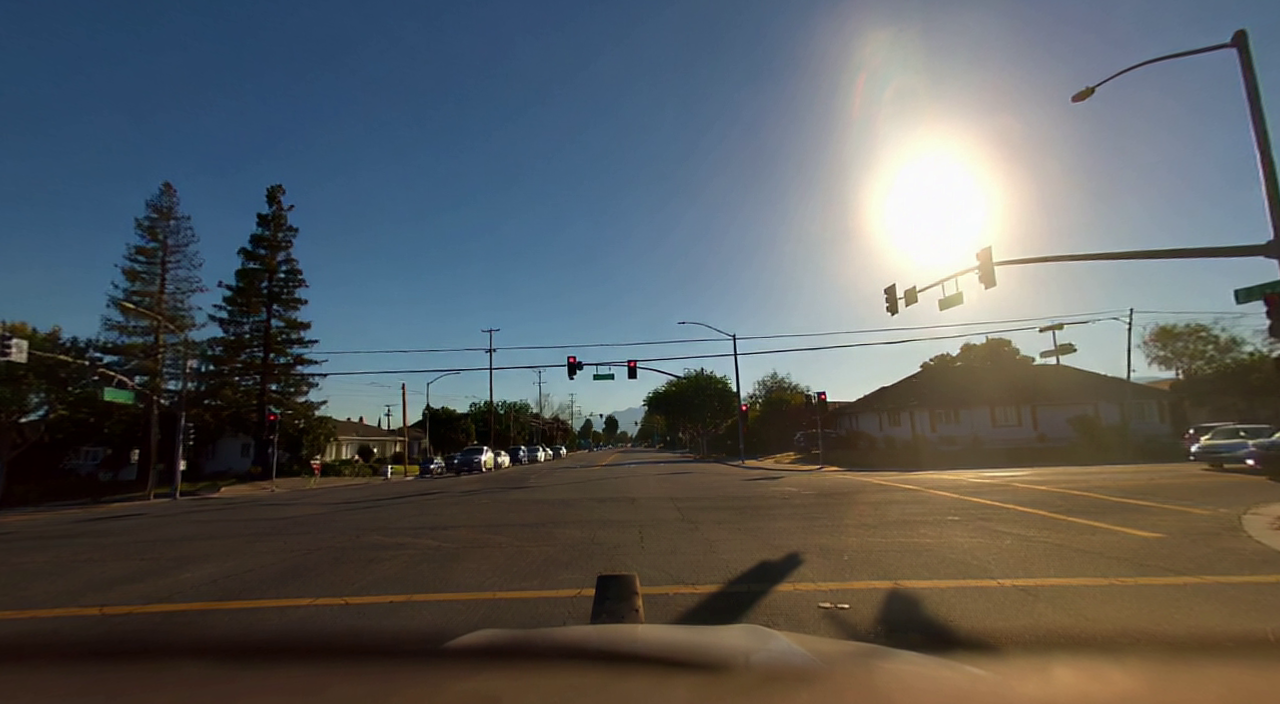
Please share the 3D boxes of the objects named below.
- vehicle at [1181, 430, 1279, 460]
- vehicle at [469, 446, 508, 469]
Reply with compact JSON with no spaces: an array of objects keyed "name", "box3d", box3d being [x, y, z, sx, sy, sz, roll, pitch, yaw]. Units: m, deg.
[{"name":"vehicle","box3d":[31.335,4.883,33.016,4.318,1.488,1.870,0,-9,-1]},{"name":"vehicle","box3d":[-10.696,7.459,44.751,1.881,1.509,3.377,0,-9,1]}]
